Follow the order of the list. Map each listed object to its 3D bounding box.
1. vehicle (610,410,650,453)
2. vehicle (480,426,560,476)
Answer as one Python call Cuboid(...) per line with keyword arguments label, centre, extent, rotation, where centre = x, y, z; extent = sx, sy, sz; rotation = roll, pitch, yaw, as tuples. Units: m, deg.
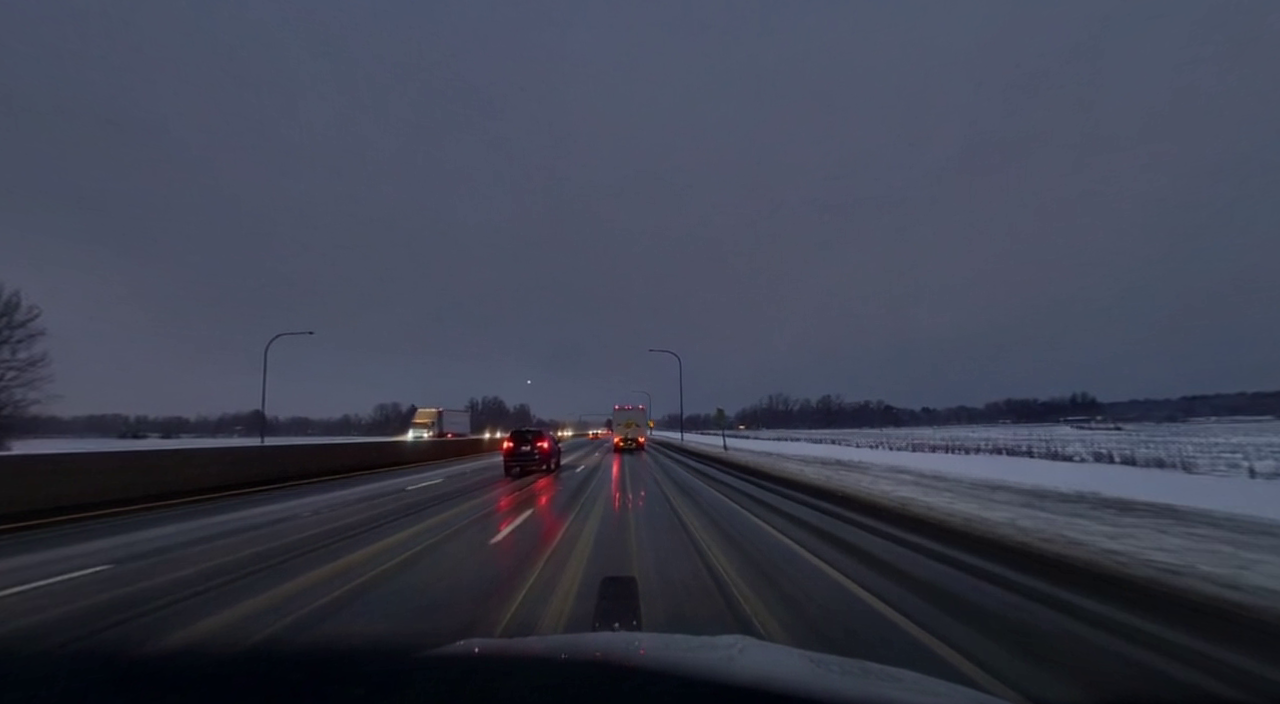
Cuboid(label="vehicle", centre=(-0.794, 5.464, 43.091), extent=(2.418, 2.704, 6.445), rotation=(0, -8, -4))
Cuboid(label="vehicle", centre=(-3.922, 3.304, 21.183), extent=(1.955, 1.508, 3.996), rotation=(0, -8, -1))
